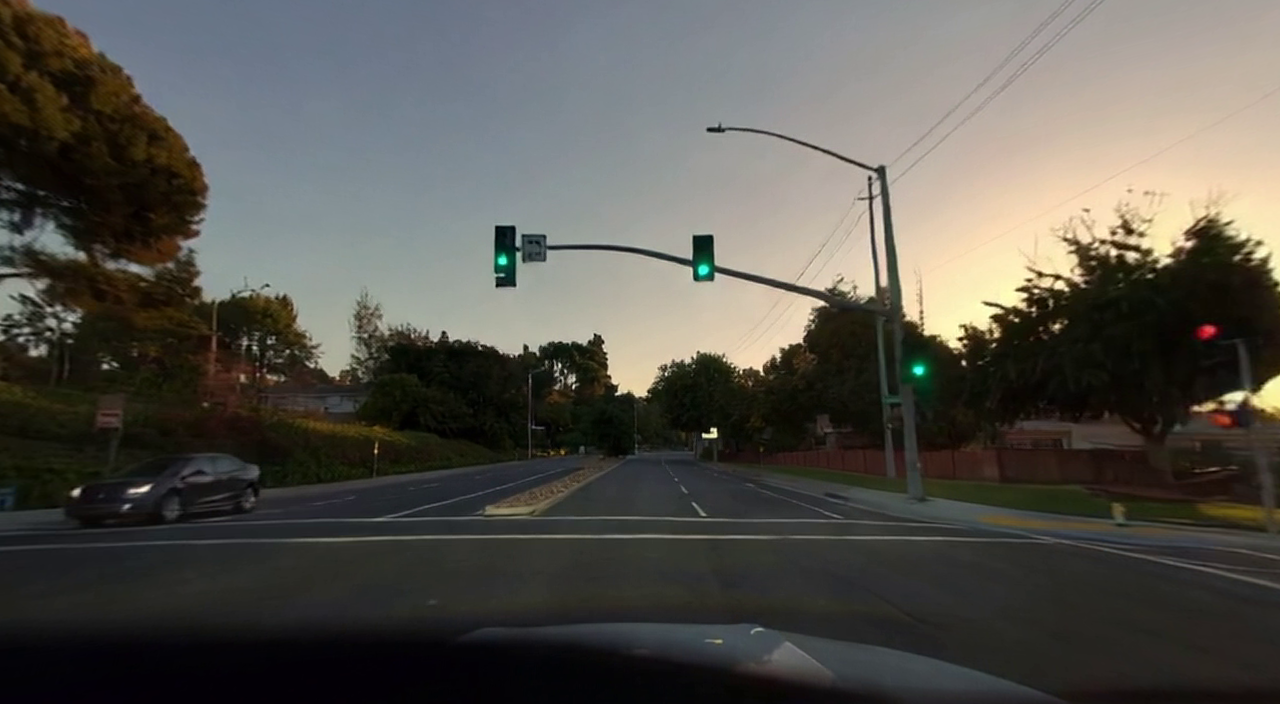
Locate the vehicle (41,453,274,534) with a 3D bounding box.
[{"bbox_3d":[-10.551,3.066,14.341,1.983,1.482,4.190,0,-9,0],"label":"vehicle"}]
